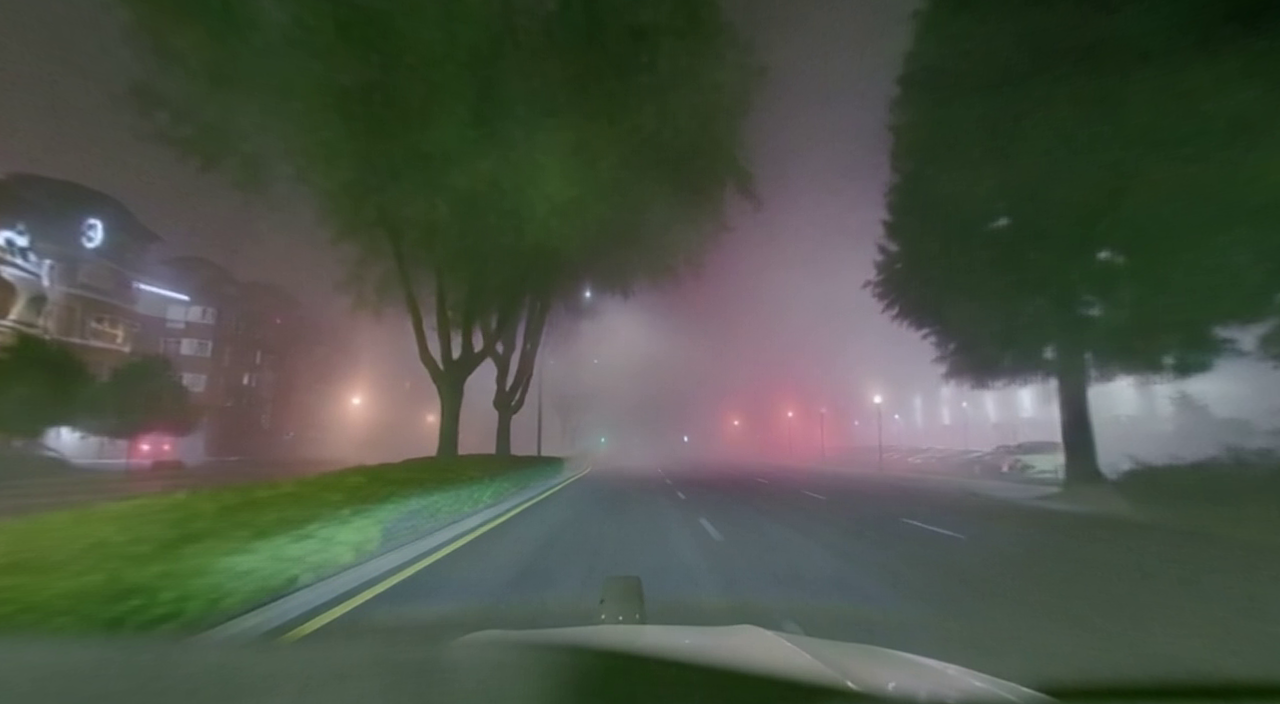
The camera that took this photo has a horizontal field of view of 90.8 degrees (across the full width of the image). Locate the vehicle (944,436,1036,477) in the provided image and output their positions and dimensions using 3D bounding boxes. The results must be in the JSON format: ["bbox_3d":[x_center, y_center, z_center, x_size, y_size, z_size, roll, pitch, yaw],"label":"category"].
[{"bbox_3d":[15.971,4.778,29.110,1.950,1.704,4.518,-1,-9,5],"label":"vehicle"}]

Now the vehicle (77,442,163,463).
[{"bbox_3d":[-37.183,7.179,45.256,4.369,1.465,1.900,1,-9,-5],"label":"vehicle"}]

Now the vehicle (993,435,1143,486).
[{"bbox_3d":[15.586,3.956,23.408,2.006,1.683,4.643,0,-9,-4],"label":"vehicle"}]
